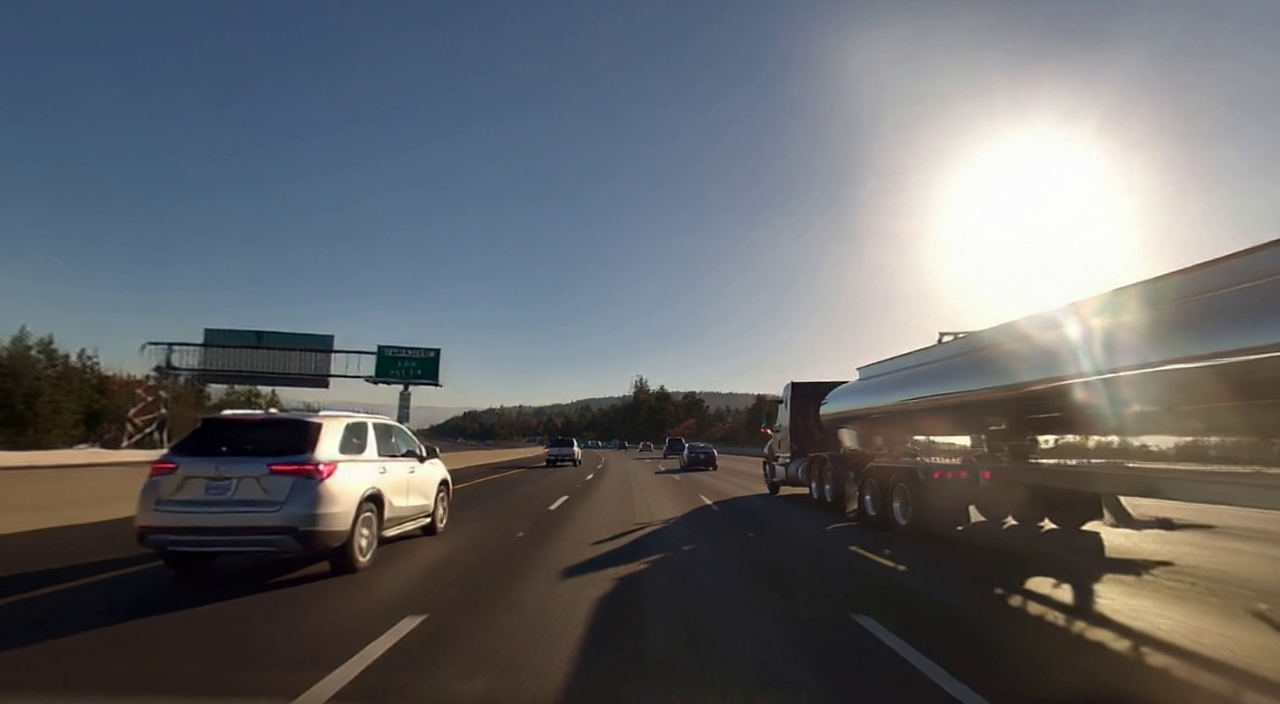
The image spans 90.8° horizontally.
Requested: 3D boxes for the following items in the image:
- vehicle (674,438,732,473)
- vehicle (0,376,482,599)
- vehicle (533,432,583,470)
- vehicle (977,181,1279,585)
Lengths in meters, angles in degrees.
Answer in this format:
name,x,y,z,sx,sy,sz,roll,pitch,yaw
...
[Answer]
name,x,y,z,sx,sy,sz,roll,pitch,yaw
vehicle,2.900,4.895,29.994,2.053,1.510,4.400,0,-8,-3
vehicle,-4.138,1.548,8.194,2.684,1.839,5.803,0,-8,0
vehicle,-4.176,5.131,32.853,2.149,1.843,4.348,0,-8,-2
vehicle,7.490,0.257,5.509,3.554,3.573,10.307,0,-8,1
